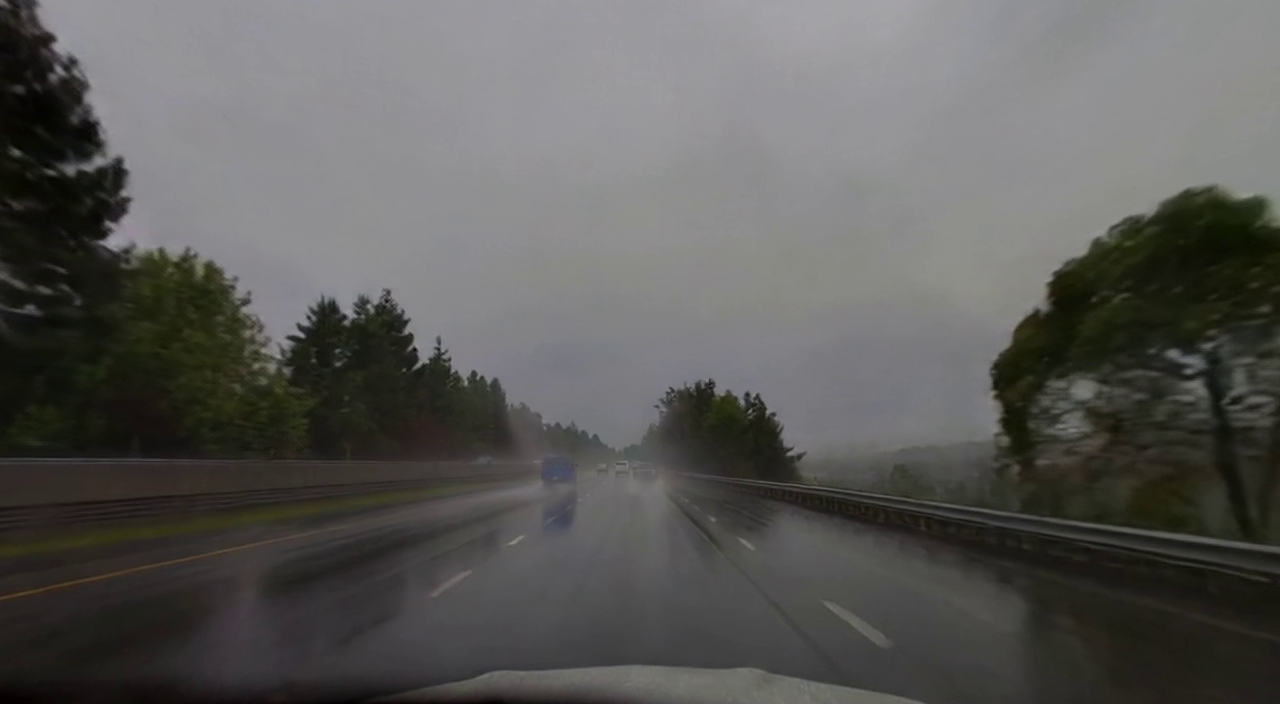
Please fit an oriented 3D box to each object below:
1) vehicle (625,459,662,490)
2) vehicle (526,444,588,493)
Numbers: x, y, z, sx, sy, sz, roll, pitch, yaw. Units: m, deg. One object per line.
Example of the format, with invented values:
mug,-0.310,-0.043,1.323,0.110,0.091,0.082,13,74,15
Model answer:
vehicle,0.141,6.761,34.922,1.905,1.559,3.491,1,-10,-2
vehicle,-3.873,5.551,30.200,2.237,2.113,4.815,0,-10,0
